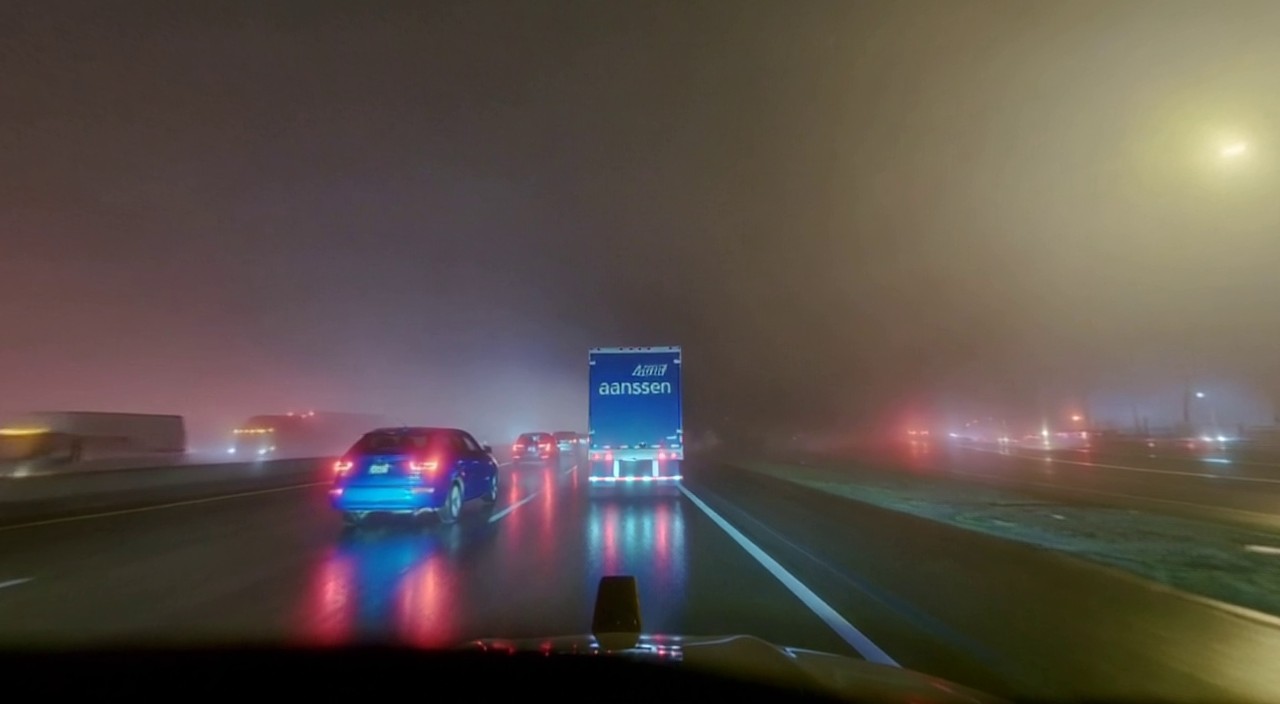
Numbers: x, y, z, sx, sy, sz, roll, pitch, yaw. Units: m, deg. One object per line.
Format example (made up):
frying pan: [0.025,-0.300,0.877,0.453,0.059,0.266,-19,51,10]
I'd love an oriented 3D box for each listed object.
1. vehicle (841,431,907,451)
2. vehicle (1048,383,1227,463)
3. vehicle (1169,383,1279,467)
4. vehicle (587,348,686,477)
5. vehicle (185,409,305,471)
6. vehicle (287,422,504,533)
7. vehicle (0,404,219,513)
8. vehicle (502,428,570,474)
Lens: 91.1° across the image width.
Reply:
vehicle: [18.204,6.935,49.073,2.017,1.489,4.324,6,-10,-38]
vehicle: [18.888,2.801,24.367,2.432,2.753,5.388,0,-8,1]
vehicle: [19.494,2.387,20.512,1.658,2.523,2.851,0,-8,-4]
vehicle: [-0.213,2.680,25.968,3.171,4.204,11.036,0,-8,-1]
vehicle: [-22.542,5.090,36.401,2.378,3.231,6.822,0,-8,1]
vehicle: [-3.823,2.014,10.819,1.964,1.507,4.361,0,-8,0]
vehicle: [-15.509,2.883,17.761,2.344,2.444,7.023,0,-8,0]
vehicle: [-3.875,3.746,24.083,1.946,1.599,4.073,0,-8,0]
